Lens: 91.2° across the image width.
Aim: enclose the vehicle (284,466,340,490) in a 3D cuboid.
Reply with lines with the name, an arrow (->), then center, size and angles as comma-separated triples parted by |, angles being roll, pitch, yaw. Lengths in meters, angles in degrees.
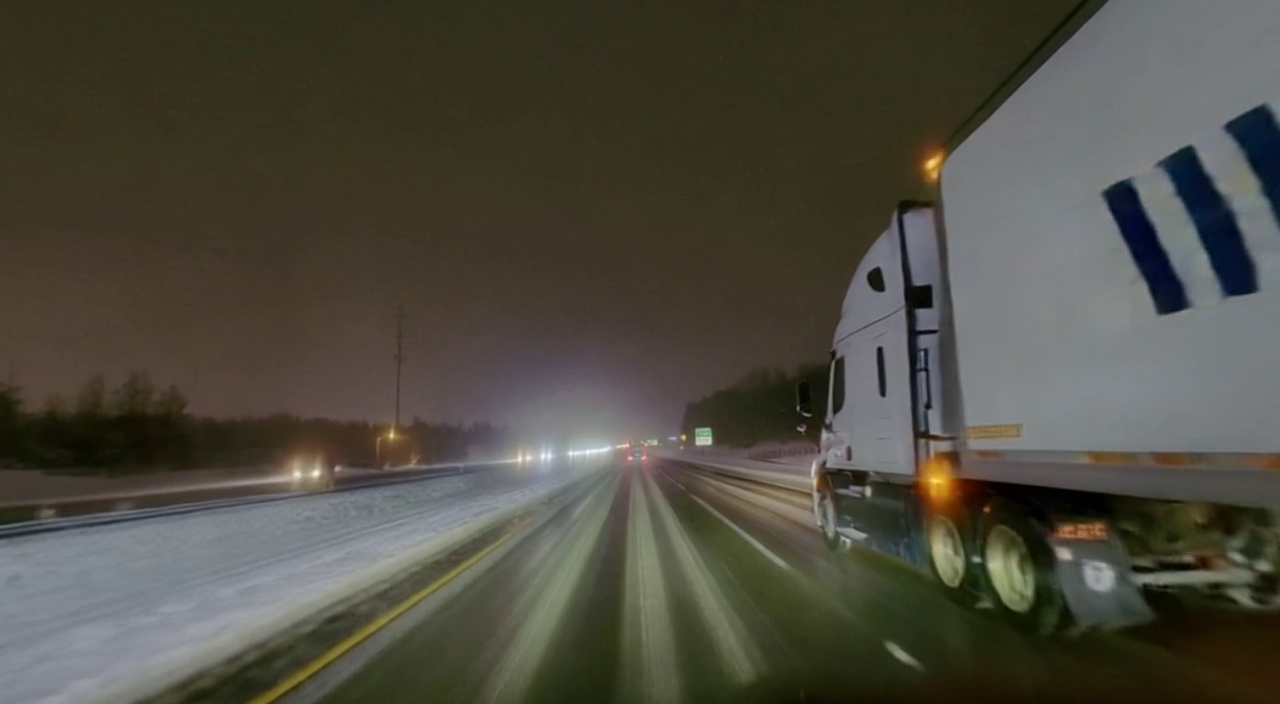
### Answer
vehicle -> -22.672, 8.694, 43.473 | 1.803, 1.447, 3.820 | 0, -9, 1
